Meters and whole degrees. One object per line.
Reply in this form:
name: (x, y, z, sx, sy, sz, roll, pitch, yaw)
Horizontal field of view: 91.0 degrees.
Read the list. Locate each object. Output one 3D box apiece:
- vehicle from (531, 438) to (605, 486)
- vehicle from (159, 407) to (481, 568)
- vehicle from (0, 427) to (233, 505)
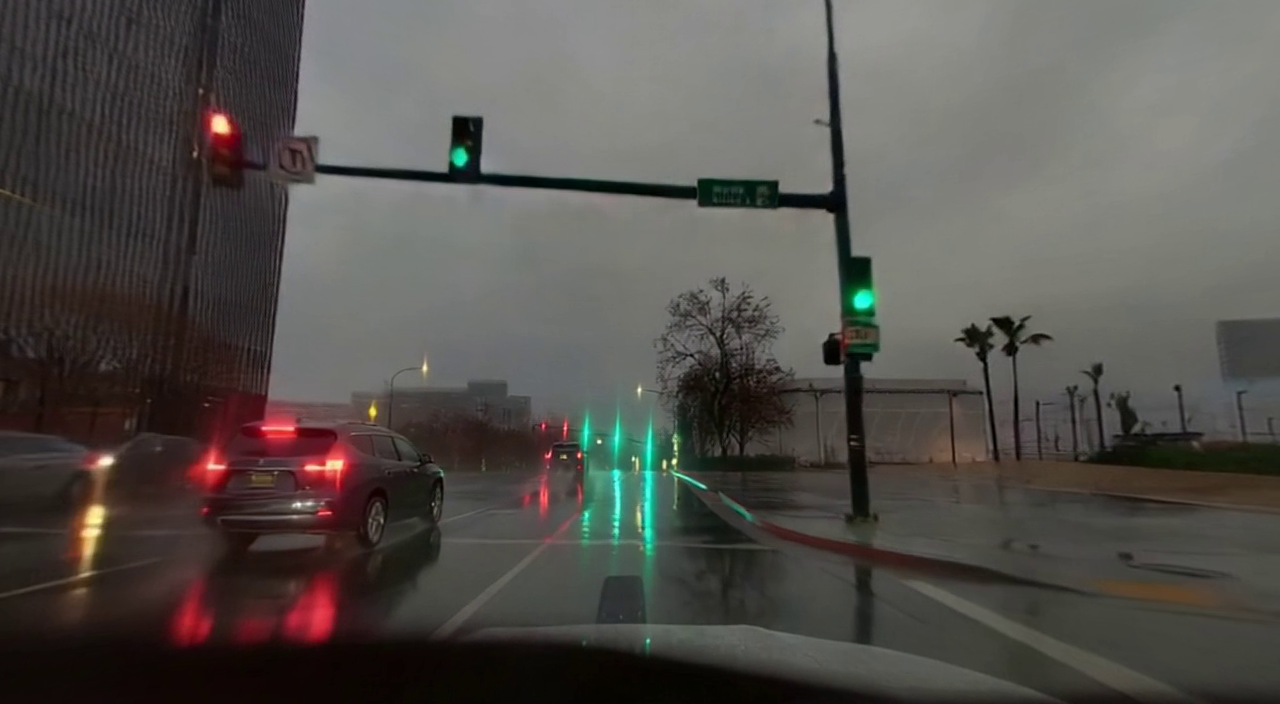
vehicle: (-2.942, 4.694, 27.118, 2.384, 1.849, 5.009, 0, -9, 3)
vehicle: (-4.100, 1.837, 9.258, 2.169, 1.741, 4.588, 0, -9, 2)
vehicle: (-12.115, 2.613, 14.775, 2.064, 1.531, 4.397, 0, -9, 1)
